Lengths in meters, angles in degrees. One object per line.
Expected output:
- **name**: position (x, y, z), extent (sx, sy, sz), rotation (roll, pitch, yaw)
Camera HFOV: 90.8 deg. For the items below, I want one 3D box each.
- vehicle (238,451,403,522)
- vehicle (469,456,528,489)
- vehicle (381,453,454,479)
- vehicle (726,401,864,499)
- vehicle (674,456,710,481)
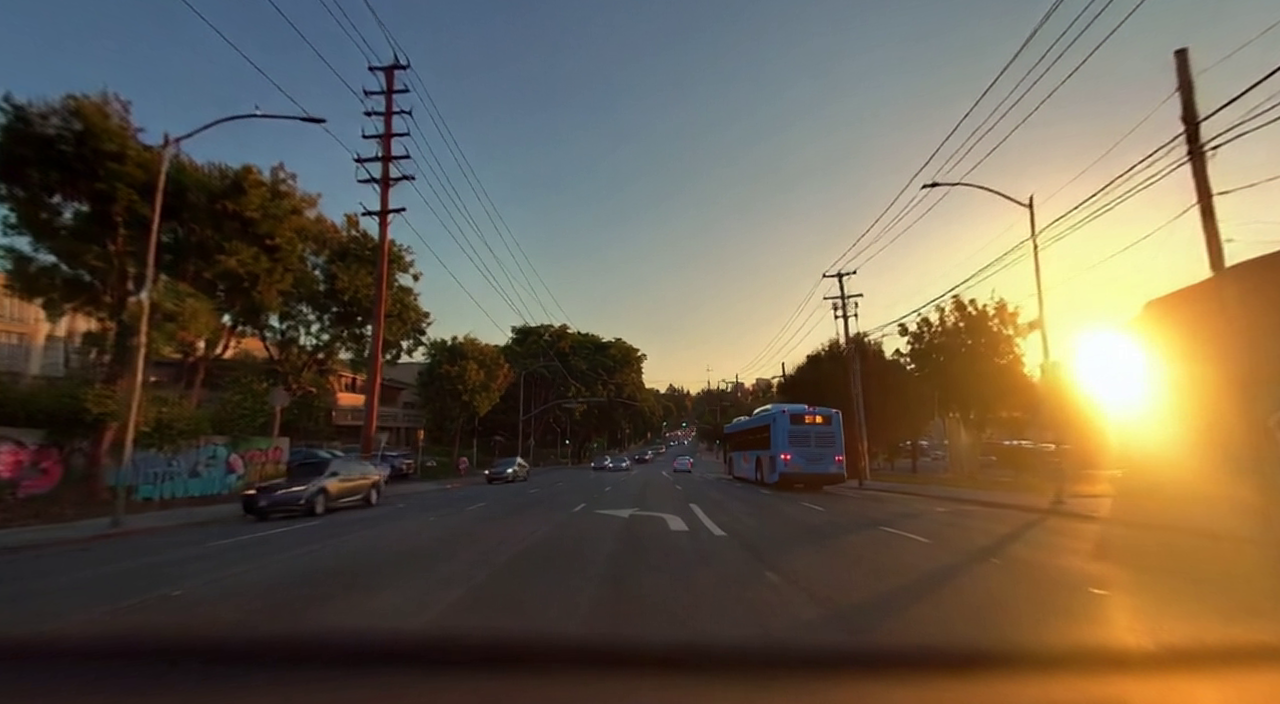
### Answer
- **vehicle**: position (-8.744, 3.684, 17.889), extent (2.011, 1.672, 4.637), rotation (-1, -8, 3)
- **vehicle**: position (-7.973, 6.786, 35.934), extent (2.017, 1.659, 4.405), rotation (-1, -8, 5)
- **vehicle**: position (-16.926, 8.663, 48.247), extent (4.707, 1.825, 2.207), rotation (1, -8, 3)
- **vehicle**: position (6.316, 4.367, 28.631), extent (3.045, 3.447, 12.604), rotation (0, -8, 0)
- **vehicle**: position (3.342, 7.531, 41.053), extent (1.961, 1.470, 4.196), rotation (0, -8, 0)
